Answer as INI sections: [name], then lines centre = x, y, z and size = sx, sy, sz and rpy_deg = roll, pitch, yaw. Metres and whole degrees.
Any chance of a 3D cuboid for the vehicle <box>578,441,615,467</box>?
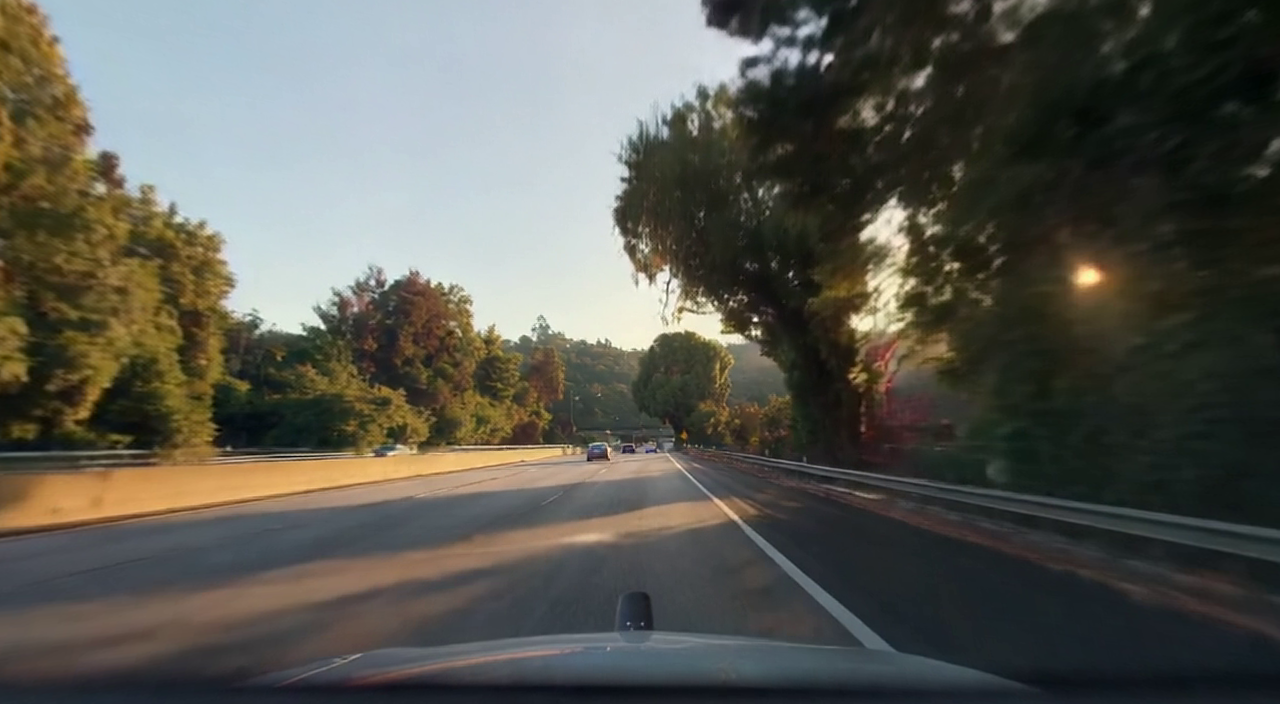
[vehicle]
centre = -2.701, 6.492, 40.157
size = 2.015, 1.561, 4.469
rpy_deg = 0, -8, 0
